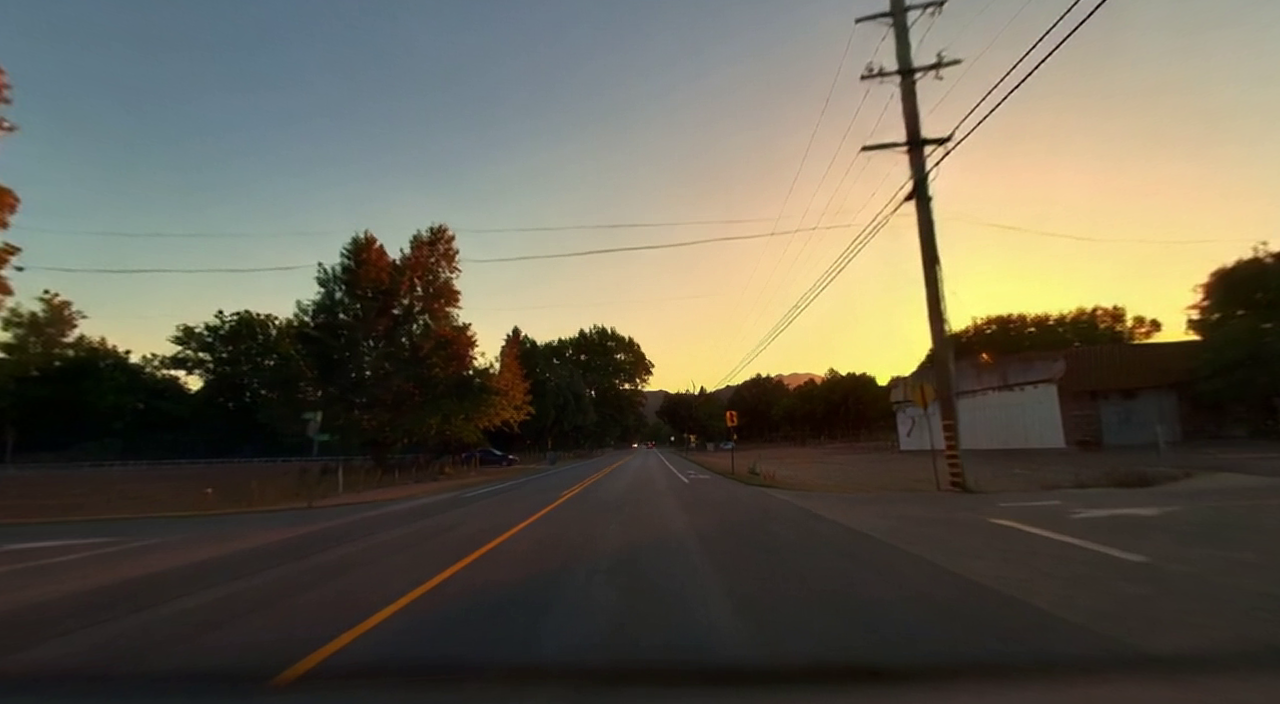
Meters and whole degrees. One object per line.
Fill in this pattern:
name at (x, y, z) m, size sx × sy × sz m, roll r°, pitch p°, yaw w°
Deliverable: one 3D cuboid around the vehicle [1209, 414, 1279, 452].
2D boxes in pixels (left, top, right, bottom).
vehicle at (26.730, 3.554, 27.322) m, size 1.802 × 1.479 × 4.911 m, roll -4°, pitch -10°, yaw 28°
